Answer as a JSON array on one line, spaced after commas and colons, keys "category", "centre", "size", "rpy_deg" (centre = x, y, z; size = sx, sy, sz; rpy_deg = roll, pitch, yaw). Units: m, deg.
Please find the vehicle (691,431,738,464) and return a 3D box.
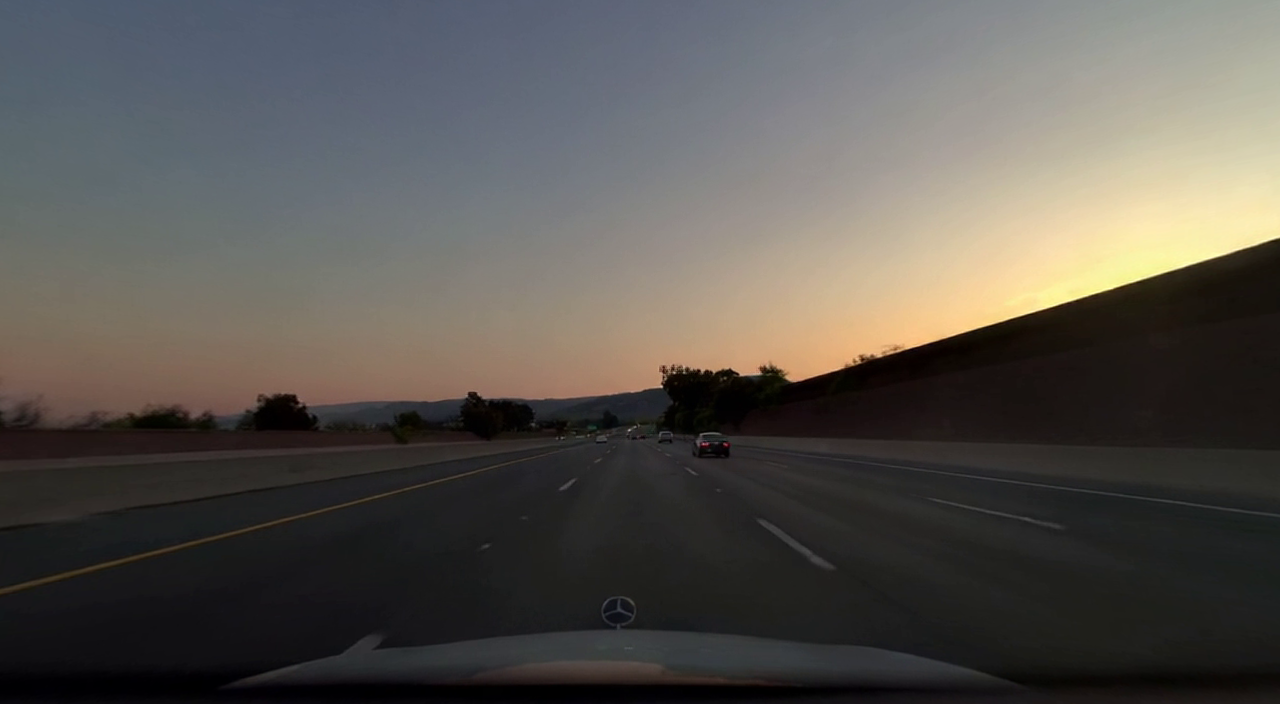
[{"category": "vehicle", "centre": [3.582, 4.650, 30.816], "size": [1.802, 1.492, 3.804], "rpy_deg": [0, -7, -1]}]
